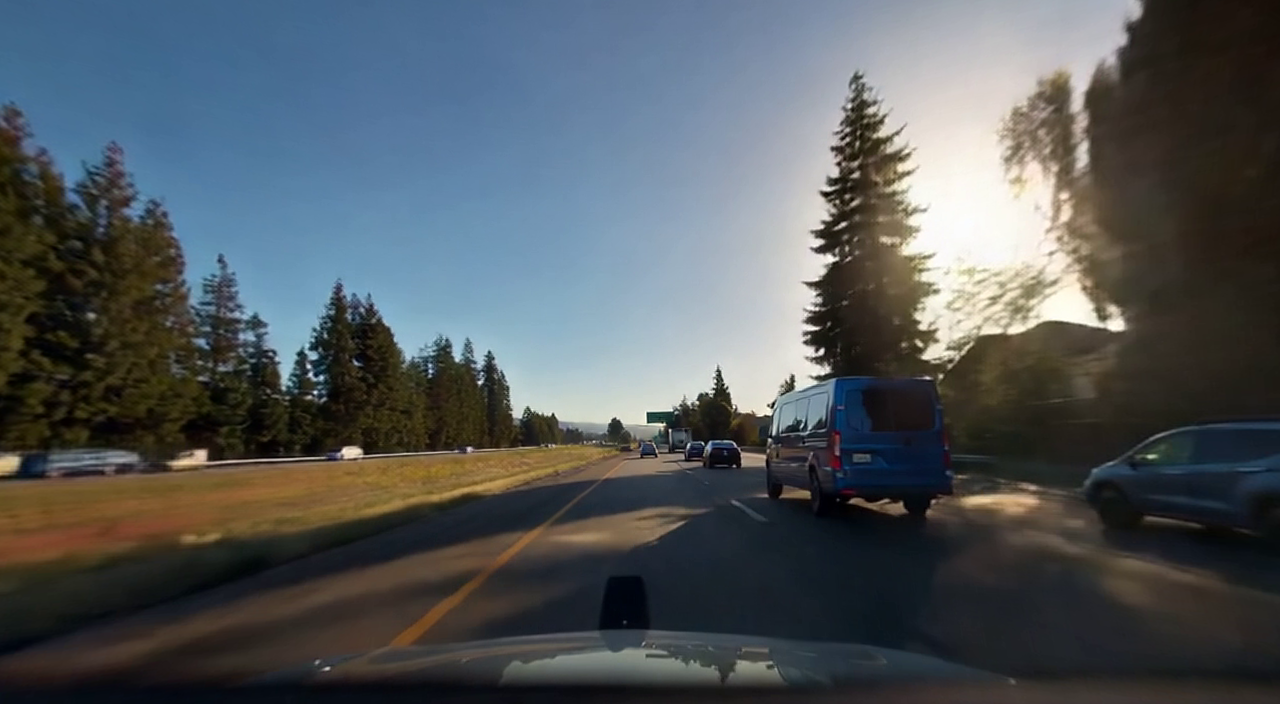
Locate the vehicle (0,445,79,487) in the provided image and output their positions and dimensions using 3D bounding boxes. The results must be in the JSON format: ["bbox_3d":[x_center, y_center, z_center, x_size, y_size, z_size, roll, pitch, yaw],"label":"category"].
[{"bbox_3d":[-31.612,5.597,31.164,2.282,1.999,5.942,0,-8,0],"label":"vehicle"}]

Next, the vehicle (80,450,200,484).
[{"bbox_3d":[-24.469,5.618,31.140,1.914,1.494,4.844,0,-8,1],"label":"vehicle"}]

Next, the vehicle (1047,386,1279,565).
[{"bbox_3d":[8.003,1.544,8.252,2.212,1.902,4.654,0,-8,0],"label":"vehicle"}]

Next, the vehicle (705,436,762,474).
[{"bbox_3d":[4.437,4.943,30.478,2.034,1.651,4.342,0,-8,0],"label":"vehicle"}]

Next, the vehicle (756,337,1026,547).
[{"bbox_3d":[3.725,1.558,11.045,2.302,2.670,5.912,0,-8,1],"label":"vehicle"}]
